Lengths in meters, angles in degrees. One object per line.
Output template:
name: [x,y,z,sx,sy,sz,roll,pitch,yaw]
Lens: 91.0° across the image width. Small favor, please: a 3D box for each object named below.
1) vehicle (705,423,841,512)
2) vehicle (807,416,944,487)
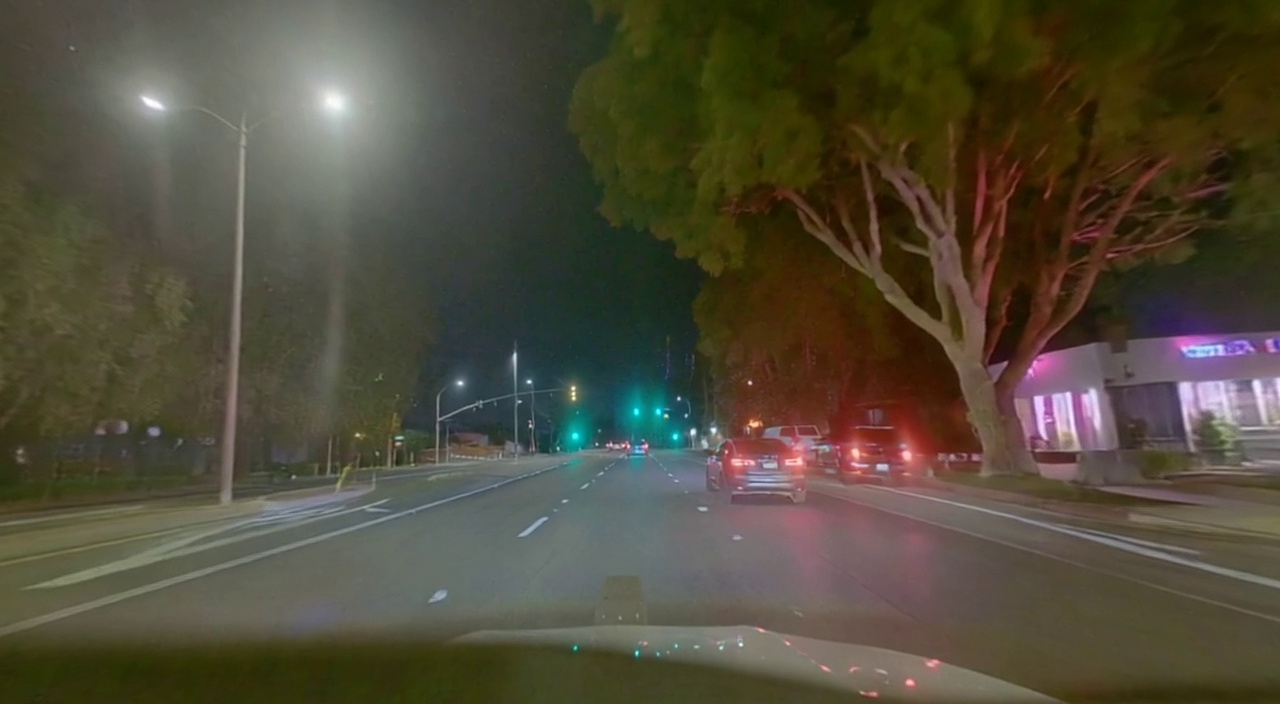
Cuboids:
vehicle: [2.725,2.467,13.924,2.022,1.656,4.025,0,-8,-2]
vehicle: [7.488,3.265,20.904,2.259,1.990,5.752,0,-8,-1]
